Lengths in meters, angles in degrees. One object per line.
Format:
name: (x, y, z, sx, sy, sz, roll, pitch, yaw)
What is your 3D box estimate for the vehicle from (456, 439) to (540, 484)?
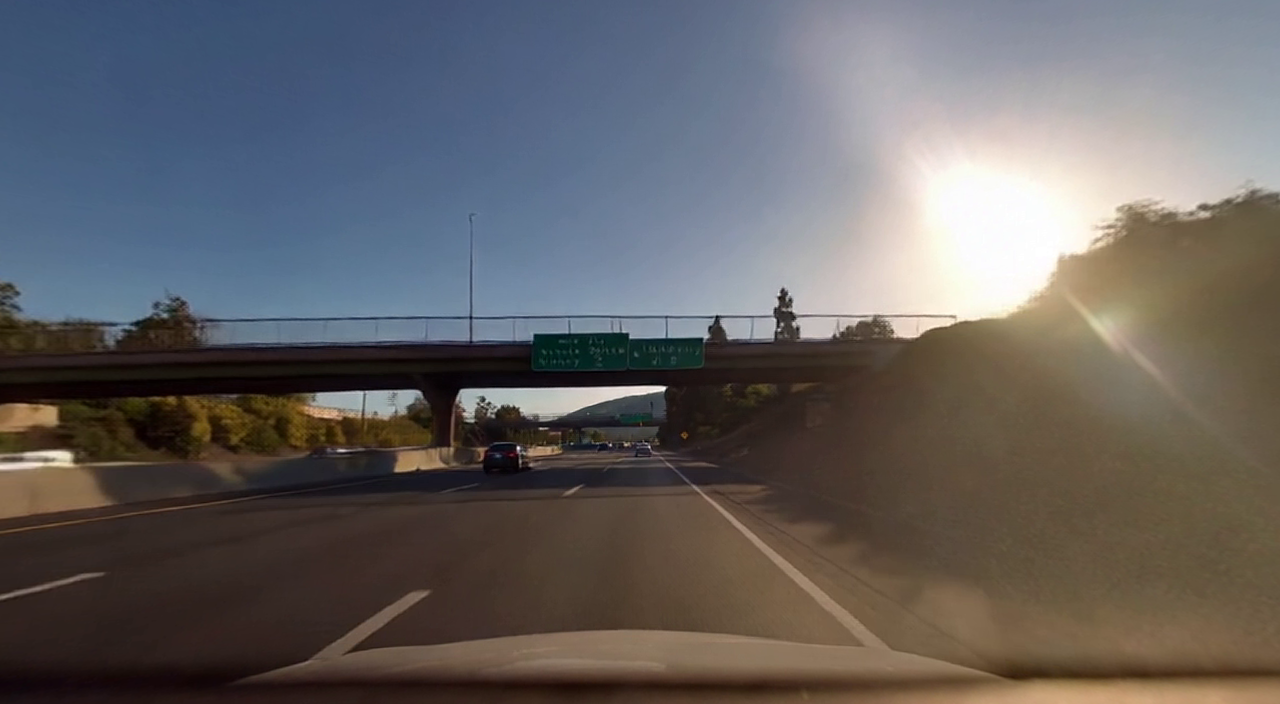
vehicle: (-5.287, 4.144, 24.155, 1.916, 1.545, 4.757, 0, -8, 2)
